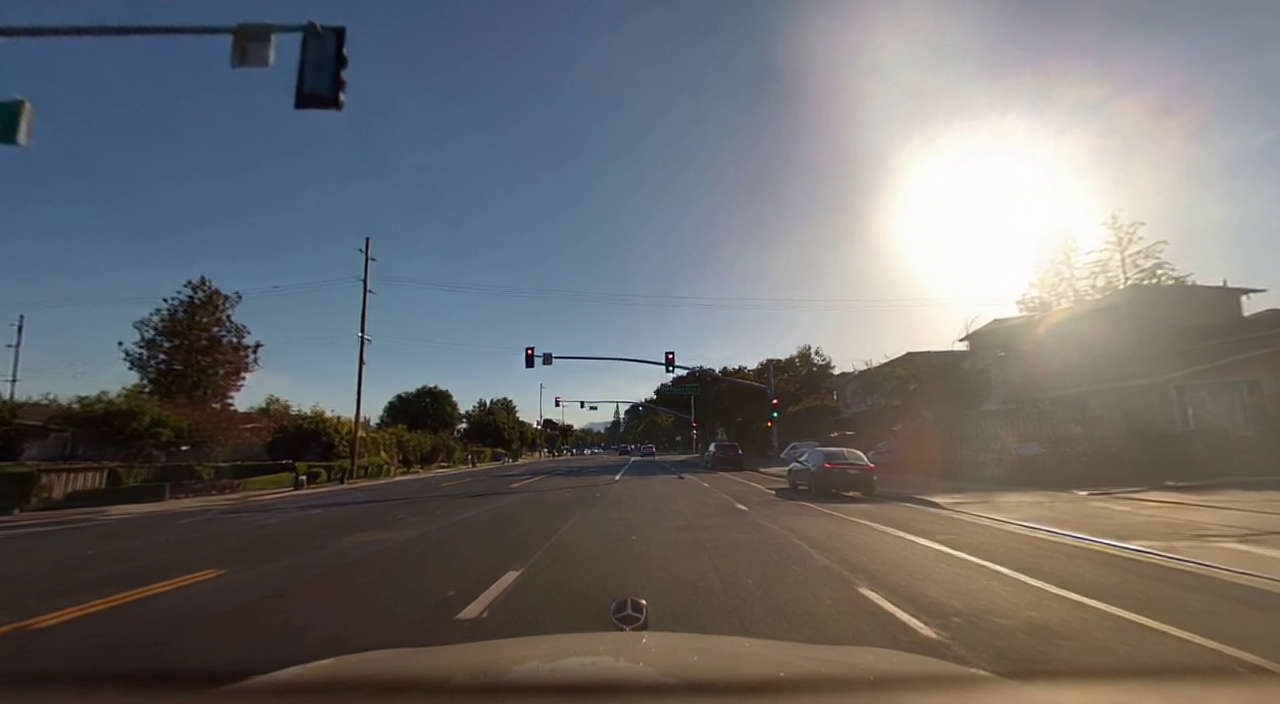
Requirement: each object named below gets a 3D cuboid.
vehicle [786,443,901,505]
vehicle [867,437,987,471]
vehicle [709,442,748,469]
[{"bbox_3d":[5.708,3.447,18.369,1.855,1.520,4.808,0,-9,2],"label":"vehicle"},{"bbox_3d":[12.825,4.560,28.336,4.461,1.461,1.805,0,-9,-1],"label":"vehicle"},{"bbox_3d":[6.006,7.076,43.258,2.026,1.754,4.565,0,-9,0],"label":"vehicle"}]
